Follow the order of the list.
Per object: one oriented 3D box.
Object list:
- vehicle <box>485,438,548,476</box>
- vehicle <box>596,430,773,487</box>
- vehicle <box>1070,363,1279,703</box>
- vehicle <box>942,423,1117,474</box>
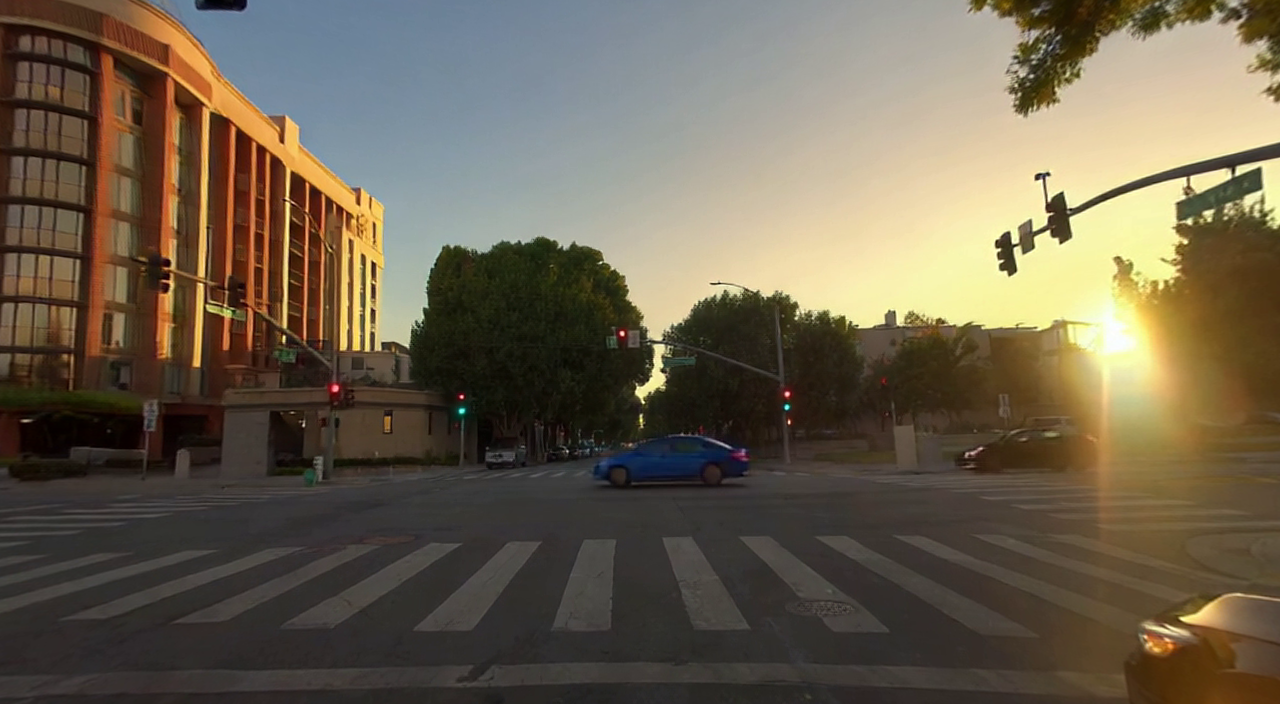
[{"bbox_3d":[-5.954,5.100,30.770,2.115,1.690,4.322,0,-8,1],"label":"vehicle"},{"bbox_3d":[1.160,2.924,17.396,4.613,1.443,1.883,0,-8,1],"label":"vehicle"},{"bbox_3d":[2.892,0.669,0.829,1.947,1.576,3.825,0,-8,1],"label":"vehicle"},{"bbox_3d":[13.084,3.296,21.416,4.551,1.625,2.053,-2,-8,10],"label":"vehicle"}]
